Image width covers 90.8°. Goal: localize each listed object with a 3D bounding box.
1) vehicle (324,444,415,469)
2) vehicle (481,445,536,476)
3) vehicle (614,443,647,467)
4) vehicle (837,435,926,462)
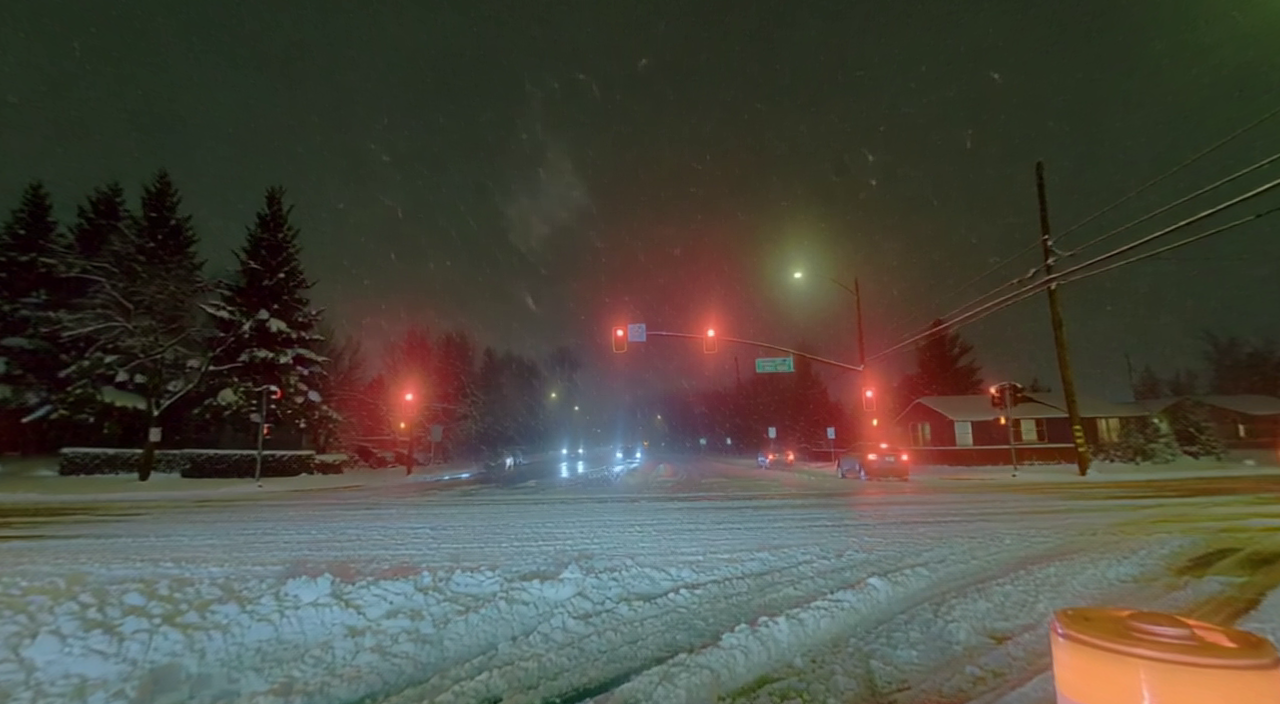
[{"bbox_3d":[-16.448,6.372,38.581,4.713,1.409,1.918,0,-8,-2],"label":"vehicle"},{"bbox_3d":[-6.647,5.532,32.375,1.881,1.452,4.121,0,-8,0],"label":"vehicle"},{"bbox_3d":[-0.623,6.797,41.792,2.105,1.457,4.173,0,-8,-1],"label":"vehicle"},{"bbox_3d":[15.331,6.176,40.324,4.892,1.656,1.856,0,-8,0],"label":"vehicle"}]
